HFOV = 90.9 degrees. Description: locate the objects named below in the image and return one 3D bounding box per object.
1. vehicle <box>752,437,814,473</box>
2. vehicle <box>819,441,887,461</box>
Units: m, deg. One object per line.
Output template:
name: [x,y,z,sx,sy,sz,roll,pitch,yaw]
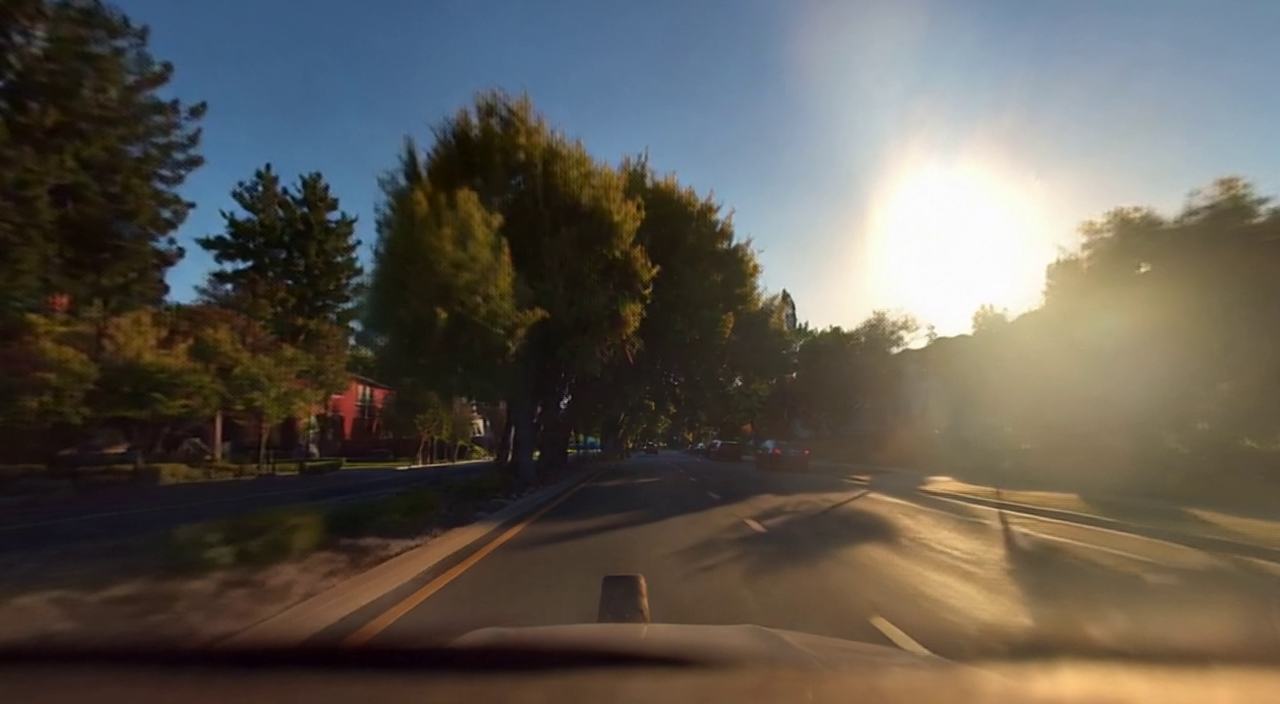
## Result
vehicle: [7.142,5.182,31.895,2.126,1.639,4.539,0,-8,1]
vehicle: [16.554,7.706,49.035,4.595,1.490,1.860,0,-8,0]
